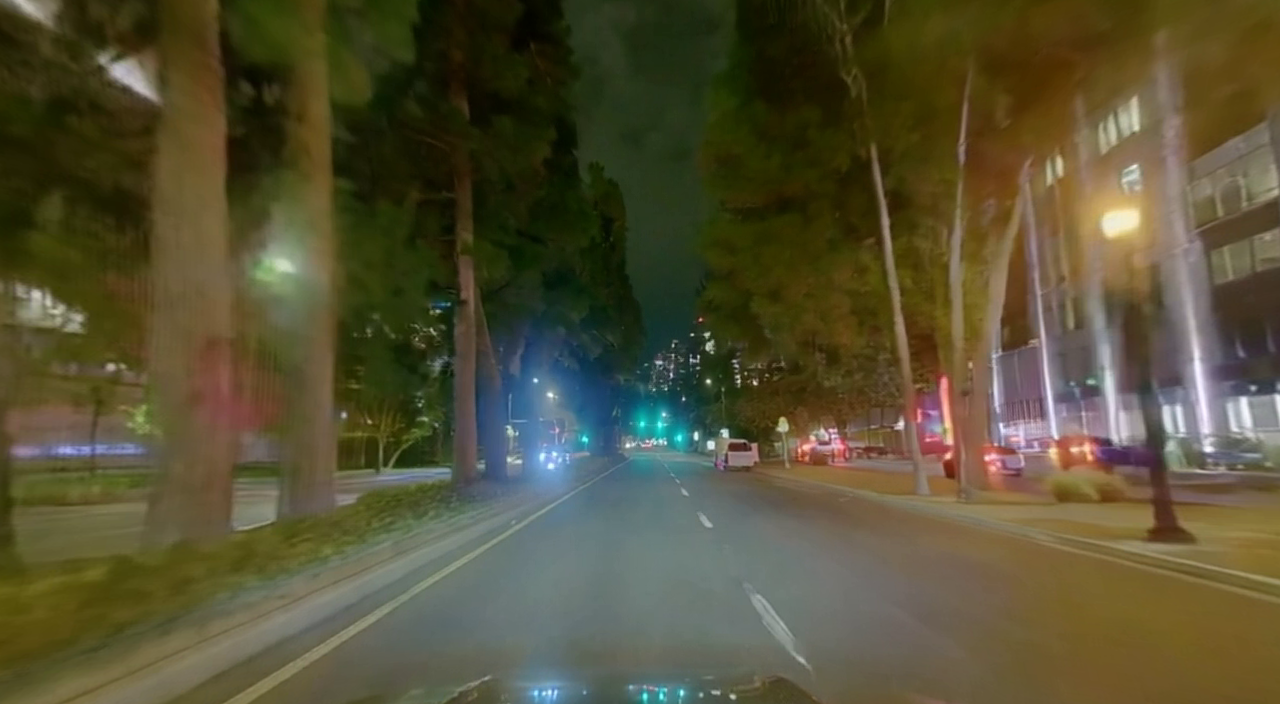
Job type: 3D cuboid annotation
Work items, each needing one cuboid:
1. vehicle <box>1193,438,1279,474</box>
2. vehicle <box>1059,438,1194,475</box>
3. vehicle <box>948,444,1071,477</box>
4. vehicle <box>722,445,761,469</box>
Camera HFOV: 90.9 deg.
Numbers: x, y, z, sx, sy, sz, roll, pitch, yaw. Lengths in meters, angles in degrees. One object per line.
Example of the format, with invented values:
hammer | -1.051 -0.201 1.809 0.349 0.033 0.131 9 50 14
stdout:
vehicle | 27.278 4.496 27.429 4.560 1.444 1.929 -1 -8 -2
vehicle | 21.158 4.537 27.532 4.333 1.491 1.744 -1 -8 1
vehicle | 16.233 4.760 27.832 4.276 1.397 1.786 0 -8 1
vehicle | 6.796 7.087 42.678 1.948 1.511 4.623 0 -8 1
